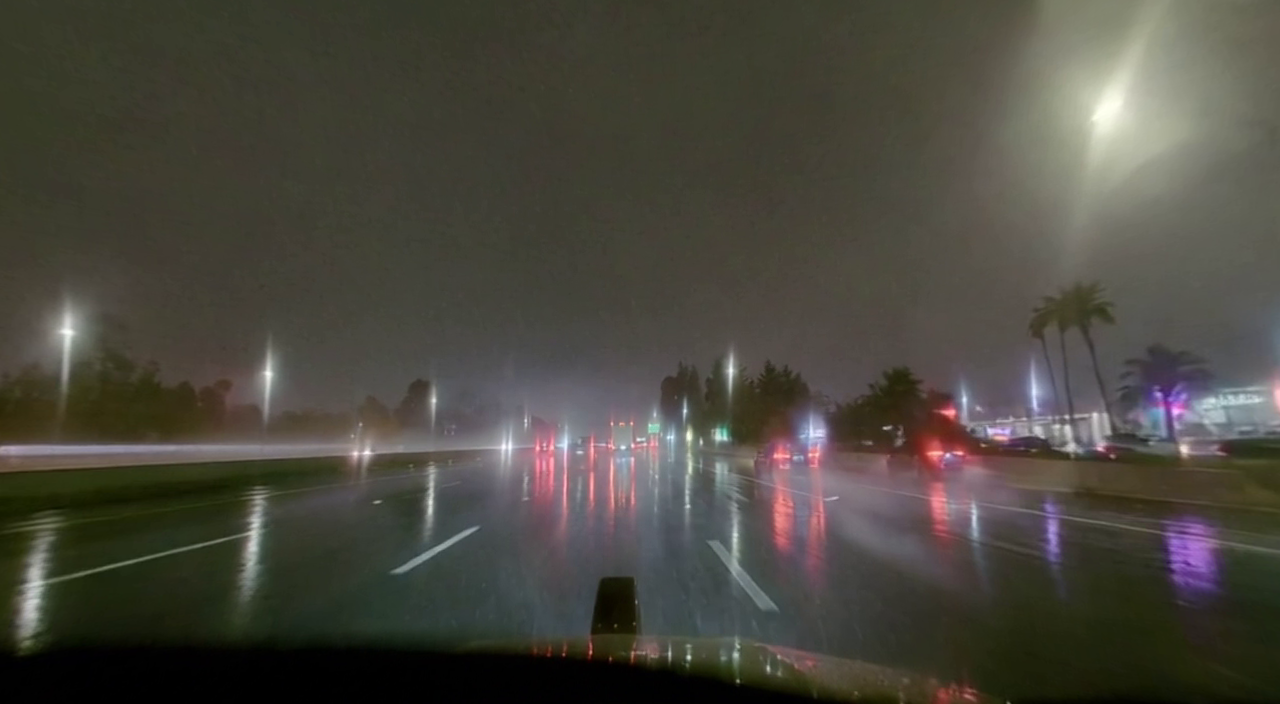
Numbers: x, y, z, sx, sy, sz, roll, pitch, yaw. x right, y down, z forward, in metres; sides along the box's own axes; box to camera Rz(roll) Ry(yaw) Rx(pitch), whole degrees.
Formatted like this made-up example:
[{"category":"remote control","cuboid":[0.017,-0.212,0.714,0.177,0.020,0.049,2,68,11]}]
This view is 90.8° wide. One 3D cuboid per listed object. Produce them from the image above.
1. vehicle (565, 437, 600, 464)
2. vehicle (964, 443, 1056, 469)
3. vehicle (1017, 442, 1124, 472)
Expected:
[{"category":"vehicle","cuboid":[-4.469,7.764,49.943,2.390,2.007,4.901,0,-9,-1]},{"category":"vehicle","cuboid":[22.970,6.460,39.323,4.397,1.495,2.110,0,-9,1]},{"category":"vehicle","cuboid":[23.175,5.653,34.119,4.210,1.539,2.121,0,-9,-2]}]
